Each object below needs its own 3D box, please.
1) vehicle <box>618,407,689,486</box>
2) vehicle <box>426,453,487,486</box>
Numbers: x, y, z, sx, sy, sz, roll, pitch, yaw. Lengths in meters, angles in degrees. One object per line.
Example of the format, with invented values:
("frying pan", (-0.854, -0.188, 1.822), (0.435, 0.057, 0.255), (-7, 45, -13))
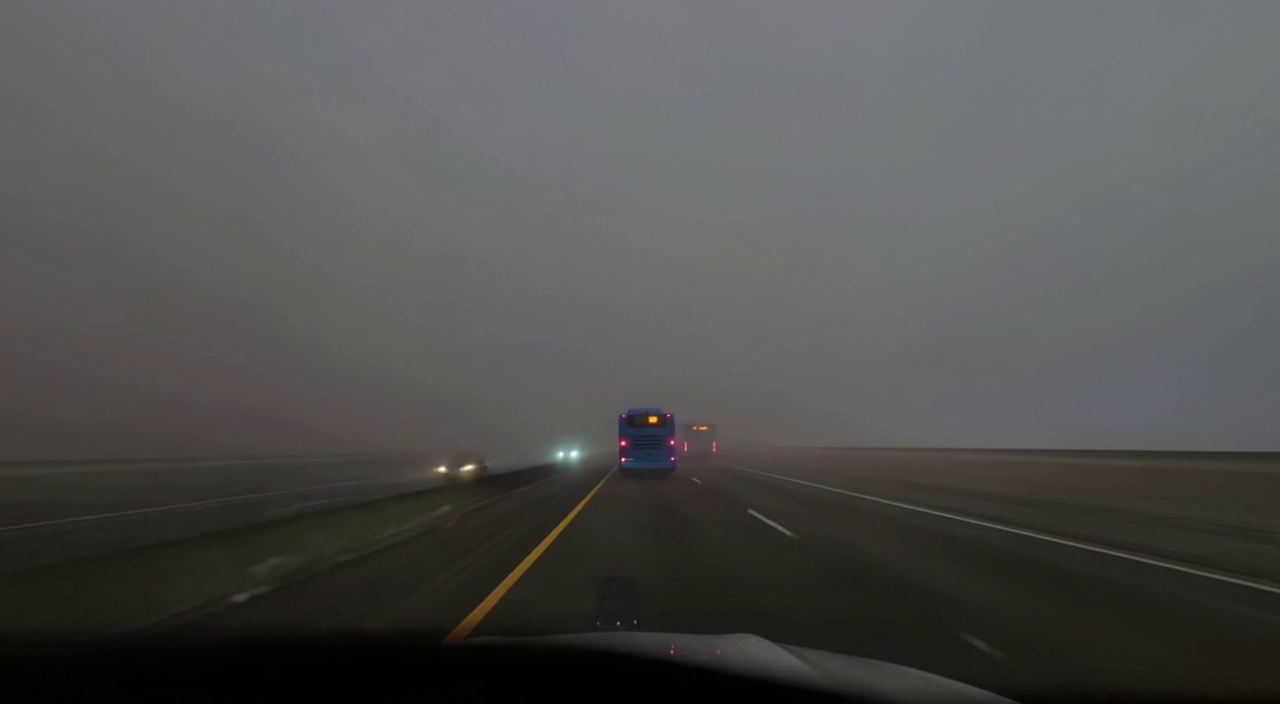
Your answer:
("vehicle", (0.402, 3.697, 24.484), (2.414, 2.675, 5.574), (0, -9, -1))
("vehicle", (-9.464, 6.086, 32.695), (1.878, 1.504, 4.116), (-1, -9, 1))
